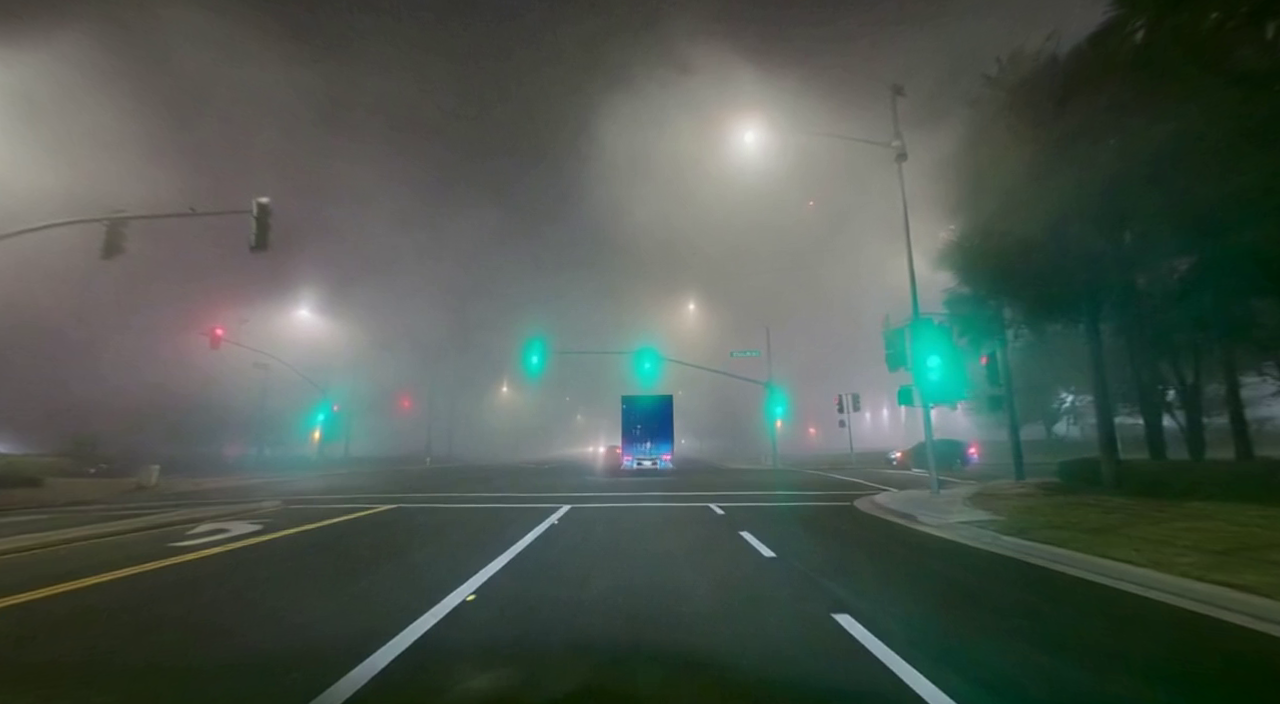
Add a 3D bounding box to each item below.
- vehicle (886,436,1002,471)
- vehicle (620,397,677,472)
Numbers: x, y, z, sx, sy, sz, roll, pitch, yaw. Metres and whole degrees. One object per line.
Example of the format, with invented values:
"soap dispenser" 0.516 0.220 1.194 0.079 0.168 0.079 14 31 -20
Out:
"vehicle" 13.710 4.608 28.531 4.270 1.520 1.931 0 -9 2
"vehicle" 0.274 5.263 39.119 2.992 3.949 11.815 0 -9 -2
